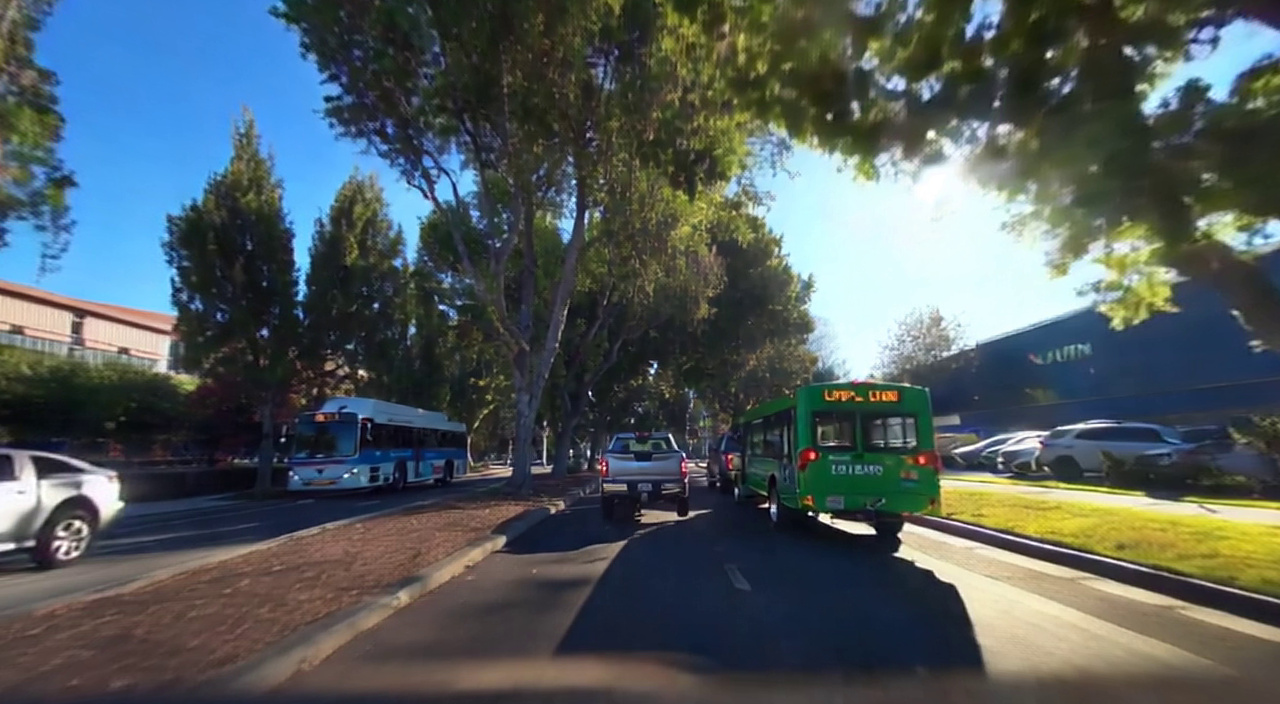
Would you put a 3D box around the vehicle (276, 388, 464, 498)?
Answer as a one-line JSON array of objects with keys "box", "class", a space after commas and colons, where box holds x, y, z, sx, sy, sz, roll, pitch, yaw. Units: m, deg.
[{"box": [-11.672, 4.260, 29.580, 2.996, 4.022, 12.692, 0, -8, 1], "class": "vehicle"}]

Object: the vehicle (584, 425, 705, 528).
[{"box": [0.050, 2.648, 14.178, 2.157, 1.816, 5.804, 0, -8, -1], "class": "vehicle"}]

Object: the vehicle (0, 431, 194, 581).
[{"box": [-8.476, 1.909, 8.125, 2.028, 1.728, 4.630, 0, -8, 1], "class": "vehicle"}]

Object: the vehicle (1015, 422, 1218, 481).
[{"box": [14.456, 3.053, 19.401, 4.452, 1.554, 2.158, -2, -9, -1], "class": "vehicle"}]

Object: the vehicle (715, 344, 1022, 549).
[{"box": [4.020, 2.156, 14.727, 3.088, 3.057, 10.503, 0, -8, -1], "class": "vehicle"}]
